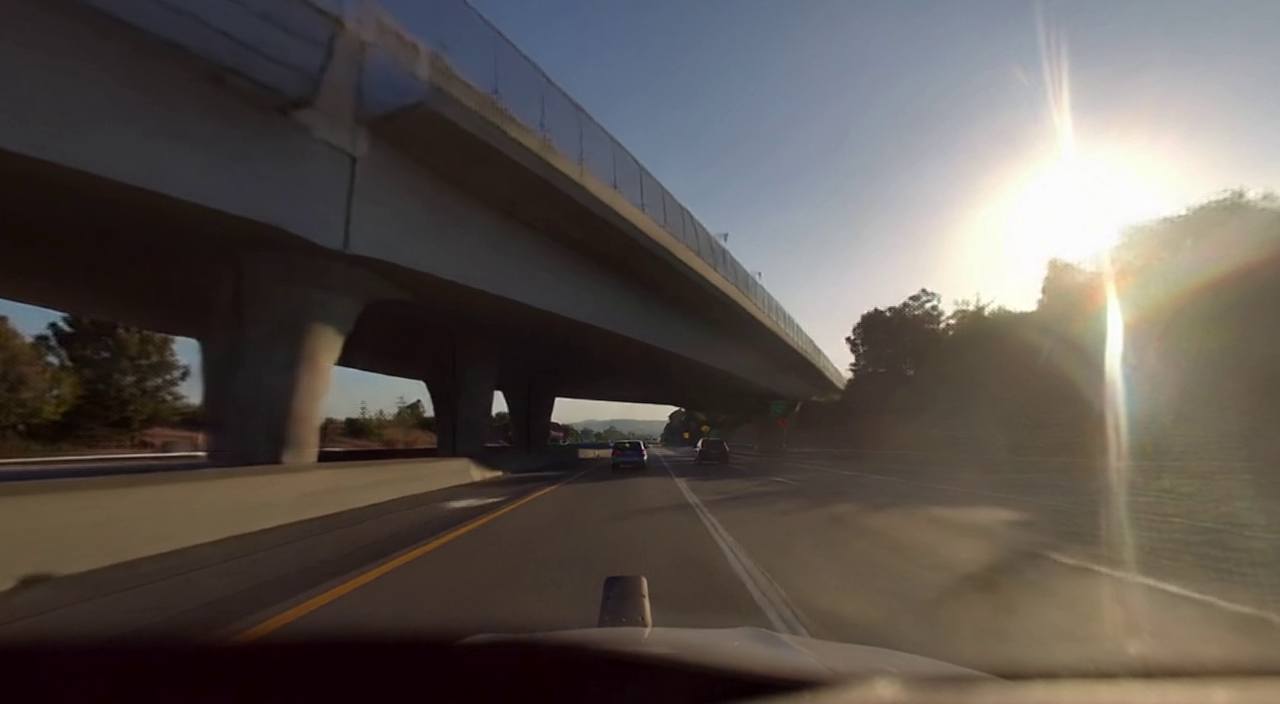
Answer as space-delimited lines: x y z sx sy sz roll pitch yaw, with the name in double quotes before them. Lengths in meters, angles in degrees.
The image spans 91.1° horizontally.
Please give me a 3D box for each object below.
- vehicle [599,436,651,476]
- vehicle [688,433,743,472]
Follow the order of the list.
"vehicle" -0.560 4.402 26.766 2.050 1.546 4.344 0 -8 1
"vehicle" 3.468 4.716 29.727 2.063 1.698 4.355 0 -8 0
